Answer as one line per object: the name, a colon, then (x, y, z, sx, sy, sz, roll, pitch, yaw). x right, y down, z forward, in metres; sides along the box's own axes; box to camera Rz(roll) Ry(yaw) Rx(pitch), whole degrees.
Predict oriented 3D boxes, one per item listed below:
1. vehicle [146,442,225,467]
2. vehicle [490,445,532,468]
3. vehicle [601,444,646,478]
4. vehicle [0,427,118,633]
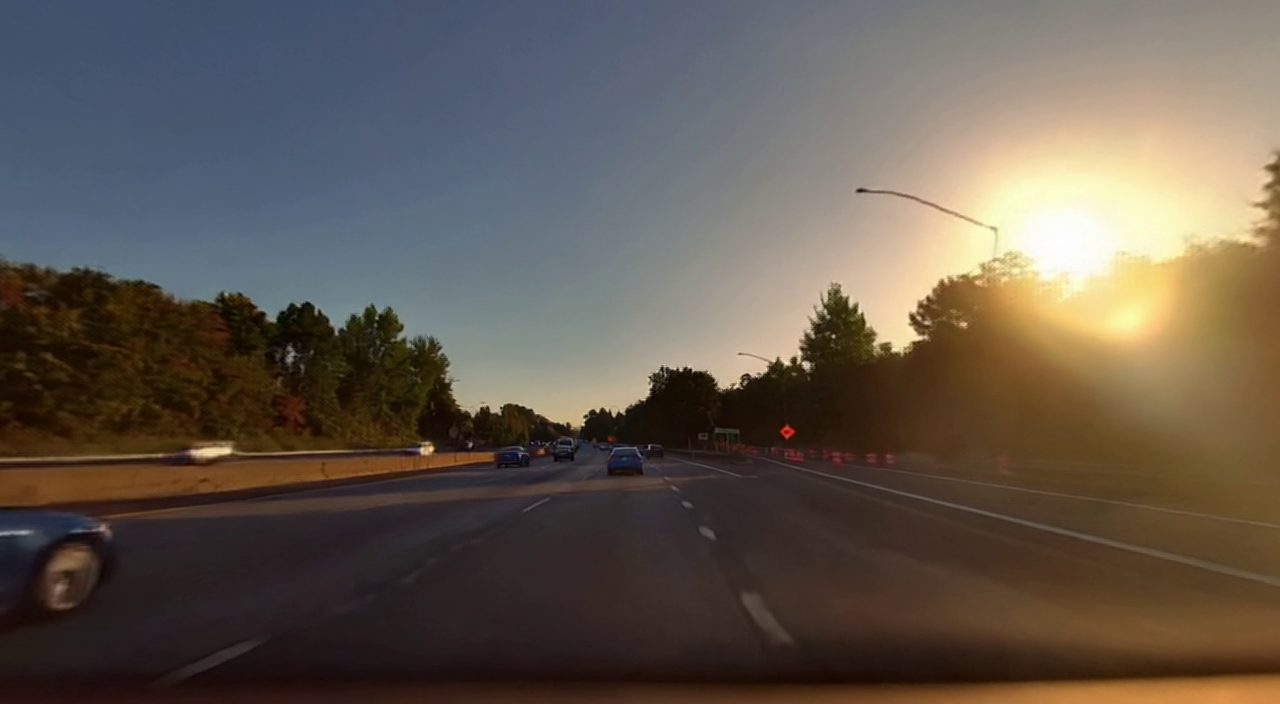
vehicle: (-30.108, 6.785, 41.747, 1.880, 1.524, 4.473, 0, -9, 0)
vehicle: (-8.863, 7.172, 43.432, 1.946, 1.472, 4.472, 0, -8, -1)
vehicle: (-0.708, 5.106, 29.661, 1.963, 1.462, 4.681, 0, -8, 0)
vehicle: (-5.487, 1.049, 3.084, 2.001, 1.415, 4.360, 0, -8, 2)
